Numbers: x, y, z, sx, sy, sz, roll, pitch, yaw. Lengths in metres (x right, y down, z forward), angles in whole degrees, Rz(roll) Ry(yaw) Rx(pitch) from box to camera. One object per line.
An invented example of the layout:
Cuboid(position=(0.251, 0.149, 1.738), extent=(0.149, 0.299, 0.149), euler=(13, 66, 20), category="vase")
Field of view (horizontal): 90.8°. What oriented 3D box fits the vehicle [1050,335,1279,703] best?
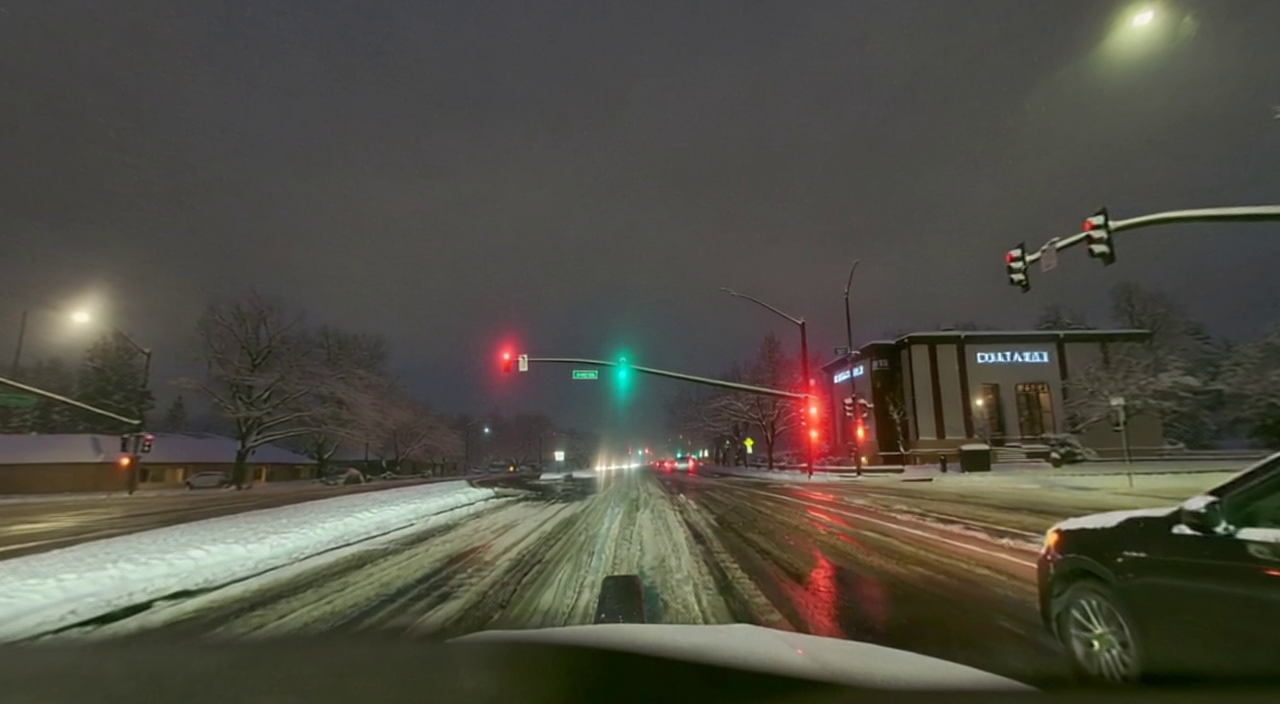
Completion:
Cuboid(position=(3.294, 0.630, 1.132), extent=(1.973, 1.697, 4.377), euler=(0, -8, -3), category="vehicle")
